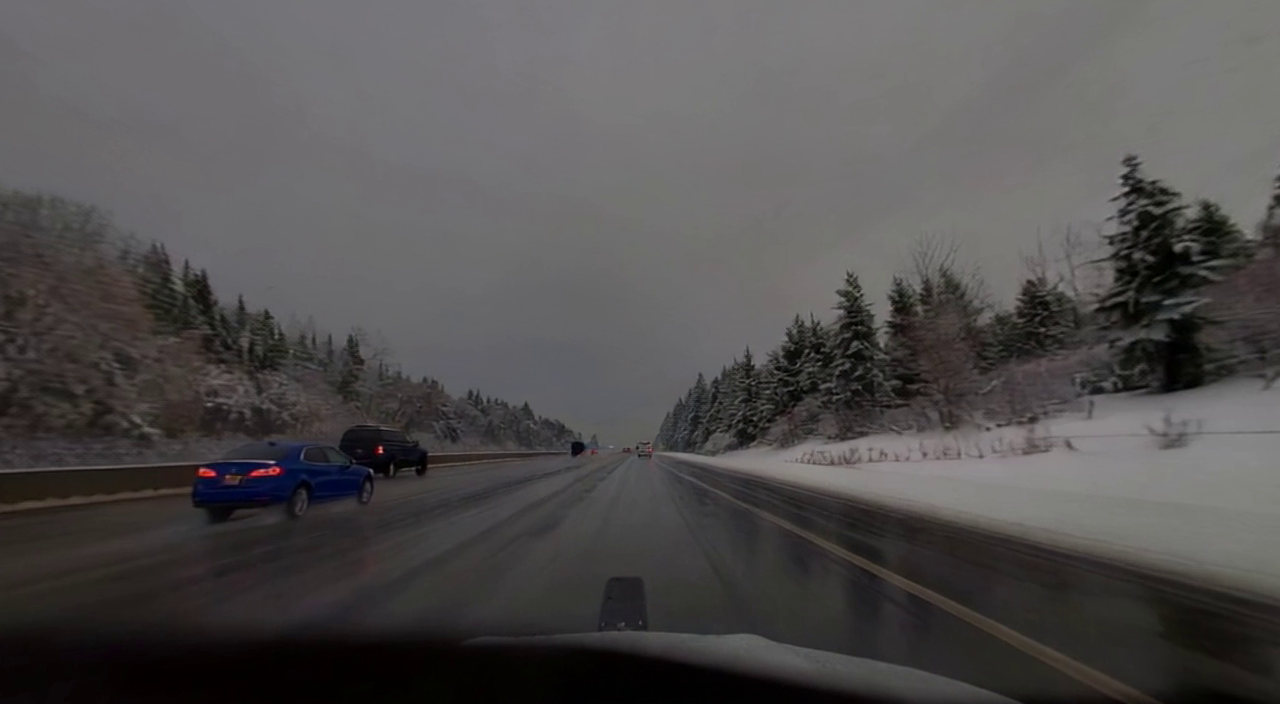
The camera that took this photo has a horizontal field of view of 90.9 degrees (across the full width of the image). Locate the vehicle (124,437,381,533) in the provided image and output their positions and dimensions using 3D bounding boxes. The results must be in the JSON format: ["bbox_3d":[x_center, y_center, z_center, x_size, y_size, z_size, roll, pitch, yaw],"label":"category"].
[{"bbox_3d":[-7.064,2.444,12.307,1.981,1.486,4.735,0,-8,0],"label":"vehicle"}]
